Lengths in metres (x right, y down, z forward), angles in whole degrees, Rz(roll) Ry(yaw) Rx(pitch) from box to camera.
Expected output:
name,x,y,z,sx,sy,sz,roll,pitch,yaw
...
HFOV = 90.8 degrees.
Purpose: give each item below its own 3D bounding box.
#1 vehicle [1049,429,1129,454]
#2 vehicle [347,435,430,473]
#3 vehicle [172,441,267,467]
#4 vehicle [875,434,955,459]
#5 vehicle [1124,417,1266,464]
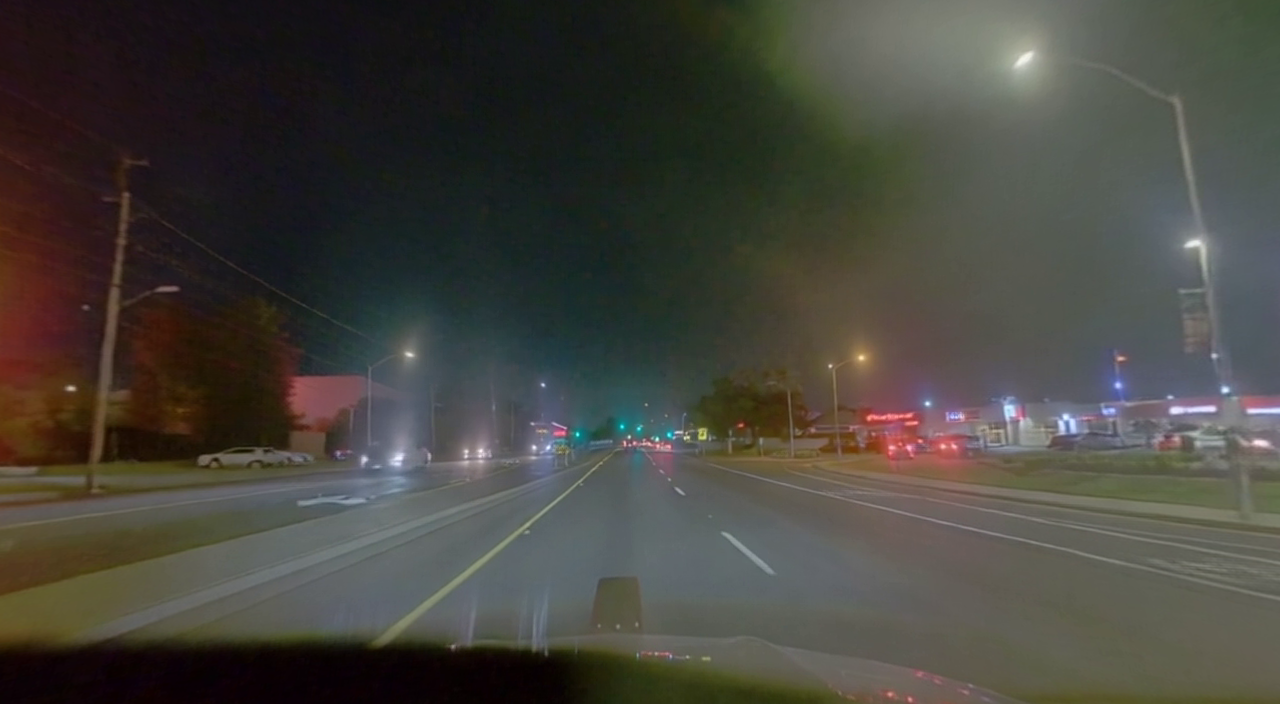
name,x,y,z,sx,sy,sz,roll,pitch,yaw
vehicle,32.888,6.580,46.457,2.083,1.716,5.134,0,-8,0
vehicle,-12.823,5.222,32.644,2.057,1.795,5.300,0,-8,1
vehicle,-28.808,7.019,43.404,4.886,1.698,2.224,0,-8,-3
vehicle,17.848,6.176,41.131,4.264,1.428,1.822,-3,-9,4
vehicle,24.674,4.023,28.405,2.136,1.872,4.695,-1,-9,2
